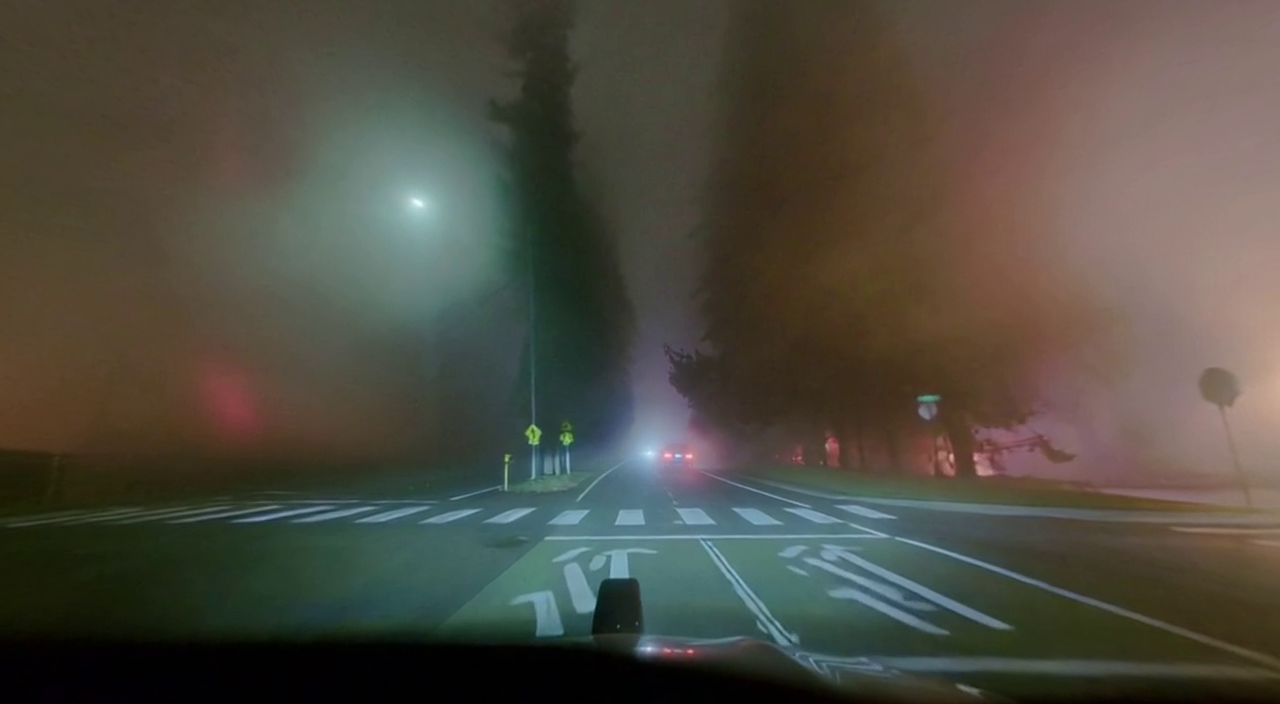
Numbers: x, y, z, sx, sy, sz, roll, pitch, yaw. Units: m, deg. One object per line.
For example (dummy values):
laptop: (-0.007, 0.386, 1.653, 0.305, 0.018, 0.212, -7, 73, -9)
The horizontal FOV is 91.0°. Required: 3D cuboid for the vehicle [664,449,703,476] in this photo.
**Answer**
vehicle: (2.660, 6.871, 39.525, 2.044, 1.537, 4.528, 0, -8, -1)
